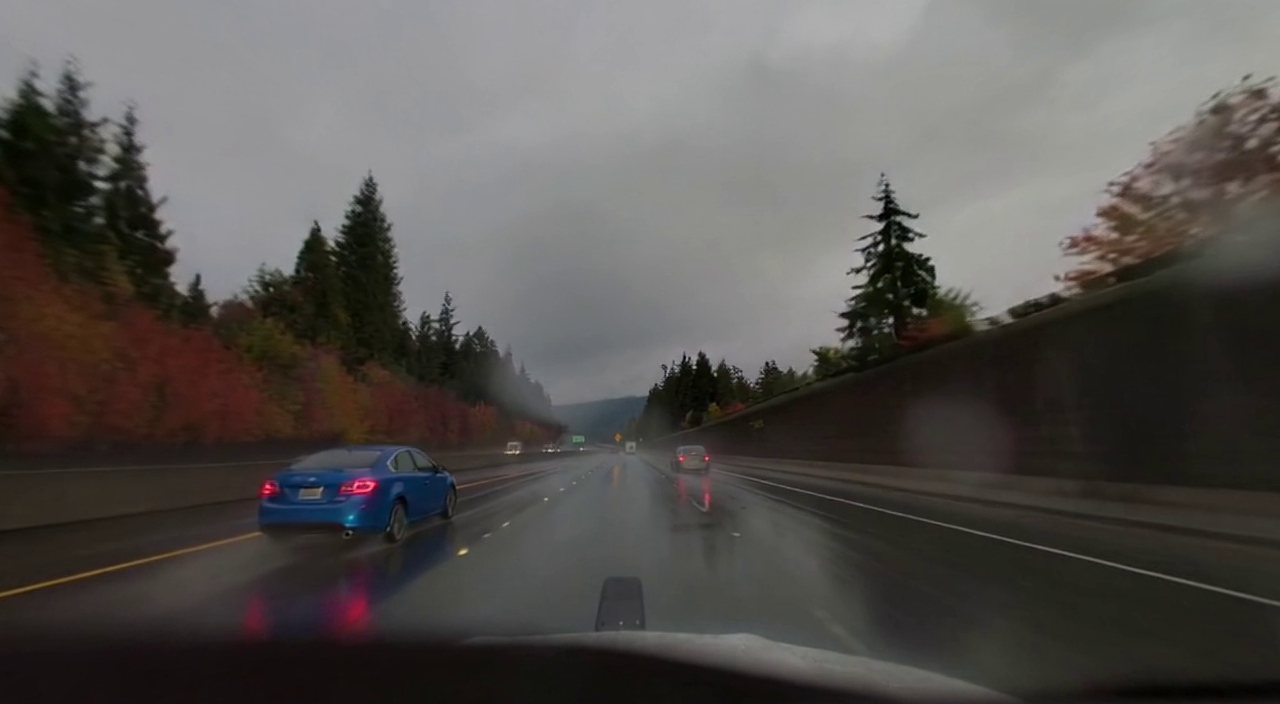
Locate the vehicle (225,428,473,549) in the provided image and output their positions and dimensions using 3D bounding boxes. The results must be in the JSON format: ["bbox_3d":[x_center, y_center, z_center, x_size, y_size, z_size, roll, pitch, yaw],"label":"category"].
[{"bbox_3d":[-4.366,2.108,10.420,2.010,1.550,4.376,0,-9,0],"label":"vehicle"}]

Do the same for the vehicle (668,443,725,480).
[{"bbox_3d":[2.614,5.201,30.238,2.146,1.573,4.661,0,-9,-2],"label":"vehicle"}]
